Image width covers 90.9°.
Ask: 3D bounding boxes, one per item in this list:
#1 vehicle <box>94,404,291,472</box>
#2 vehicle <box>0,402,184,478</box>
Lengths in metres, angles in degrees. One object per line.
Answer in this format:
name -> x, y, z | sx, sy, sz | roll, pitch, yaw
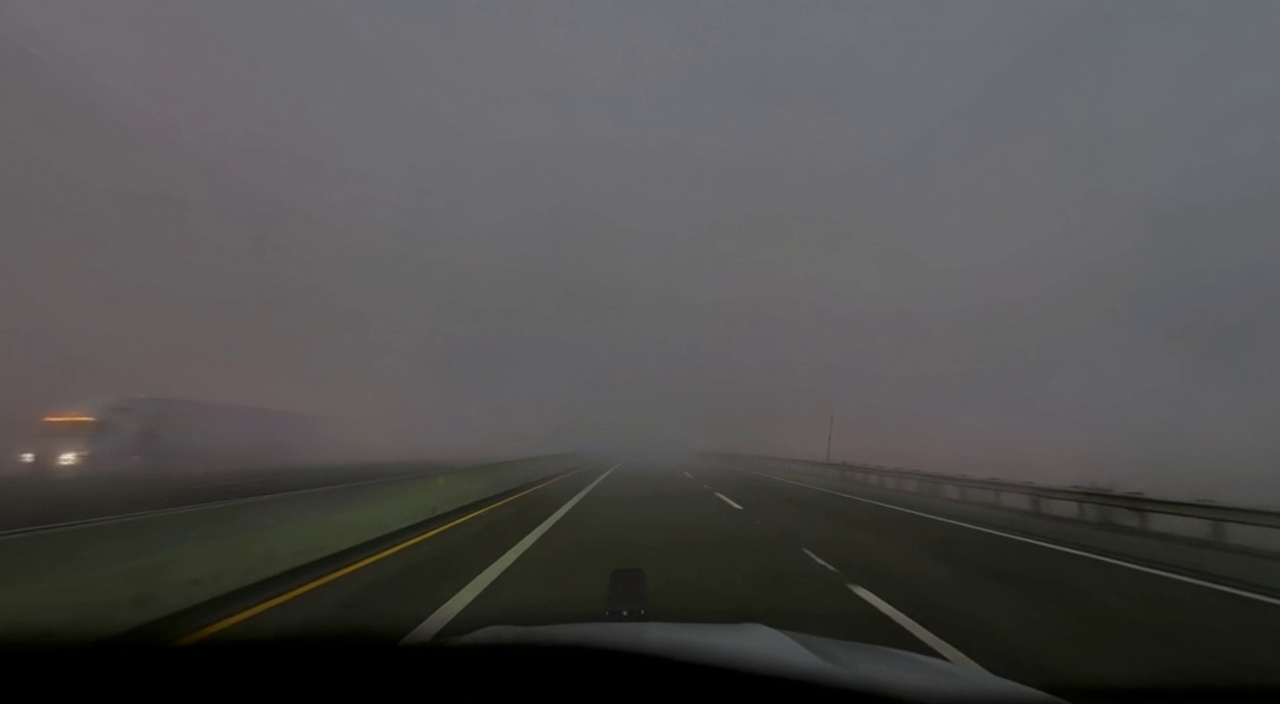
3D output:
vehicle -> -32.863, 6.671, 48.200 | 2.861, 4.219, 16.761 | 0, -8, 0
vehicle -> -32.908, 5.377, 38.469 | 3.063, 4.018, 9.277 | 0, -8, 1
